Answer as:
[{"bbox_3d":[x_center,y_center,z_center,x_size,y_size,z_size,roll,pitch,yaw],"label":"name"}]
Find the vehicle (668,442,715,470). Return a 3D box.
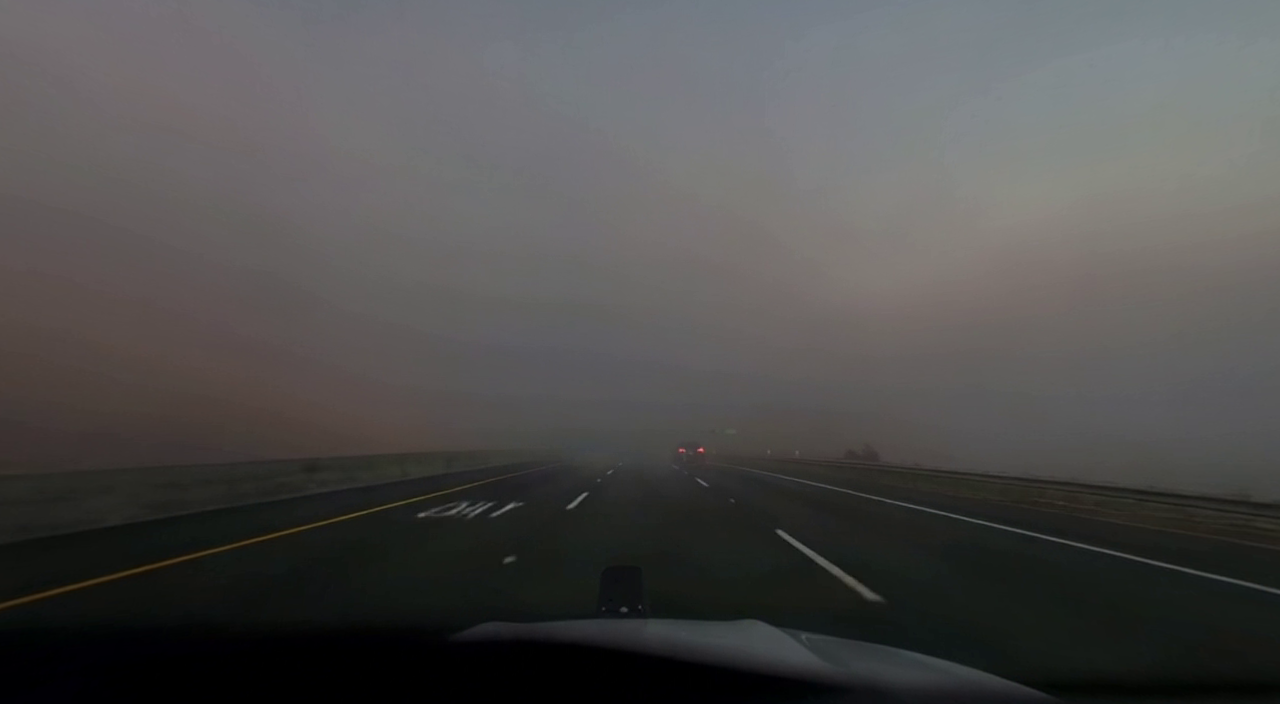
[{"bbox_3d":[2.840,5.827,35.546,2.193,1.462,4.533,0,-8,-1],"label":"vehicle"}]
